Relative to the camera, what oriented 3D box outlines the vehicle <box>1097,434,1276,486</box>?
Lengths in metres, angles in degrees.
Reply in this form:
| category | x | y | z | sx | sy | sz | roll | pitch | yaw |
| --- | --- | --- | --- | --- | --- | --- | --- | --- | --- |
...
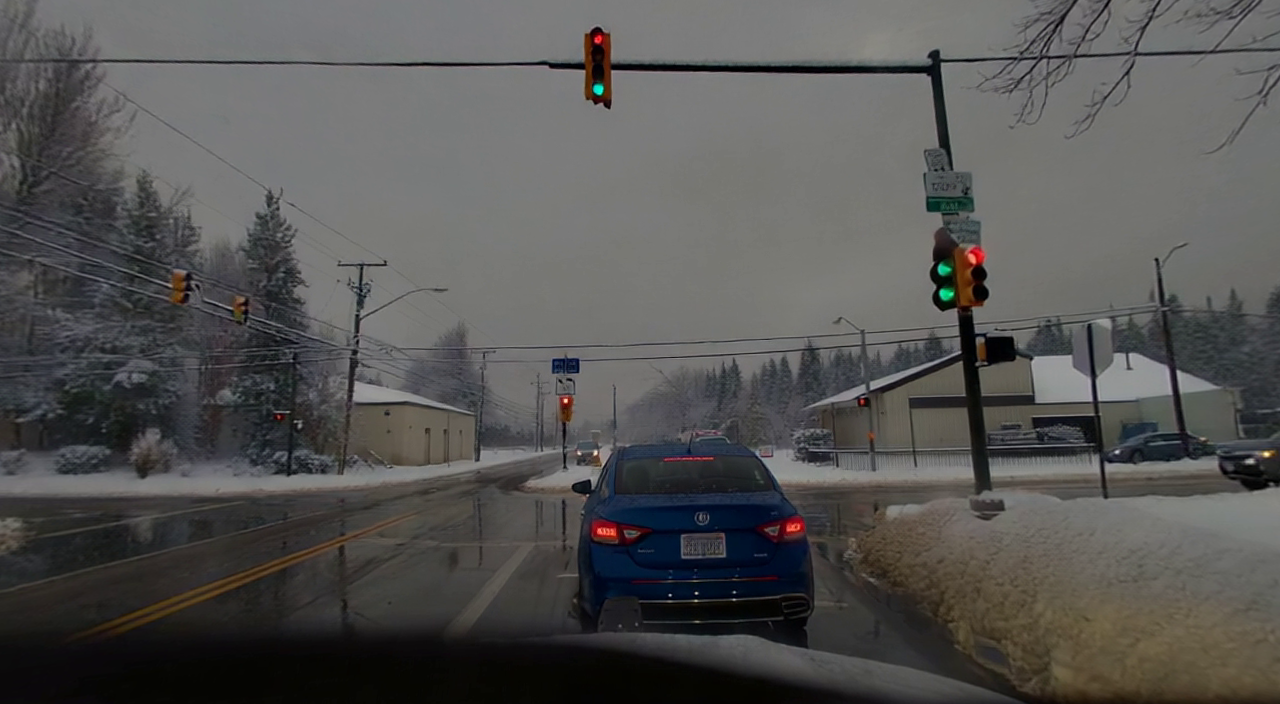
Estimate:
| category | x | y | z | sx | sy | sz | roll | pitch | yaw |
| --- | --- | --- | --- | --- | --- | --- | --- | --- | --- |
| vehicle | 16.787 | 3.316 | 19.504 | 3.876 | 1.512 | 1.784 | 0 | -8 | -2 |

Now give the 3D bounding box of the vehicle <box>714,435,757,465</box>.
| category | x | y | z | sx | sy | sz | roll | pitch | yaw |
| --- | --- | --- | --- | --- | --- | --- | --- | --- | --- |
| vehicle | 6.950 | 7.154 | 46.114 | 1.491 | 2.041 | 2.964 | 6 | -9 | -34 |

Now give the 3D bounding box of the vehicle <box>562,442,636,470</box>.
| category | x | y | z | sx | sy | sz | roll | pitch | yaw |
| --- | --- | --- | --- | --- | --- | --- | --- | --- | --- |
| vehicle | -2.447 | 6.152 | 37.559 | 3.991 | 1.526 | 1.868 | -4 | -9 | 30 |

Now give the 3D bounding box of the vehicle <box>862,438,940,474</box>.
| category | x | y | z | sx | sy | sz | roll | pitch | yaw |
| --- | --- | --- | --- | --- | --- | --- | --- | --- | --- |
| vehicle | 12.401 | 5.039 | 30.267 | 1.922 | 1.529 | 3.964 | 0 | -12 | -1 |
